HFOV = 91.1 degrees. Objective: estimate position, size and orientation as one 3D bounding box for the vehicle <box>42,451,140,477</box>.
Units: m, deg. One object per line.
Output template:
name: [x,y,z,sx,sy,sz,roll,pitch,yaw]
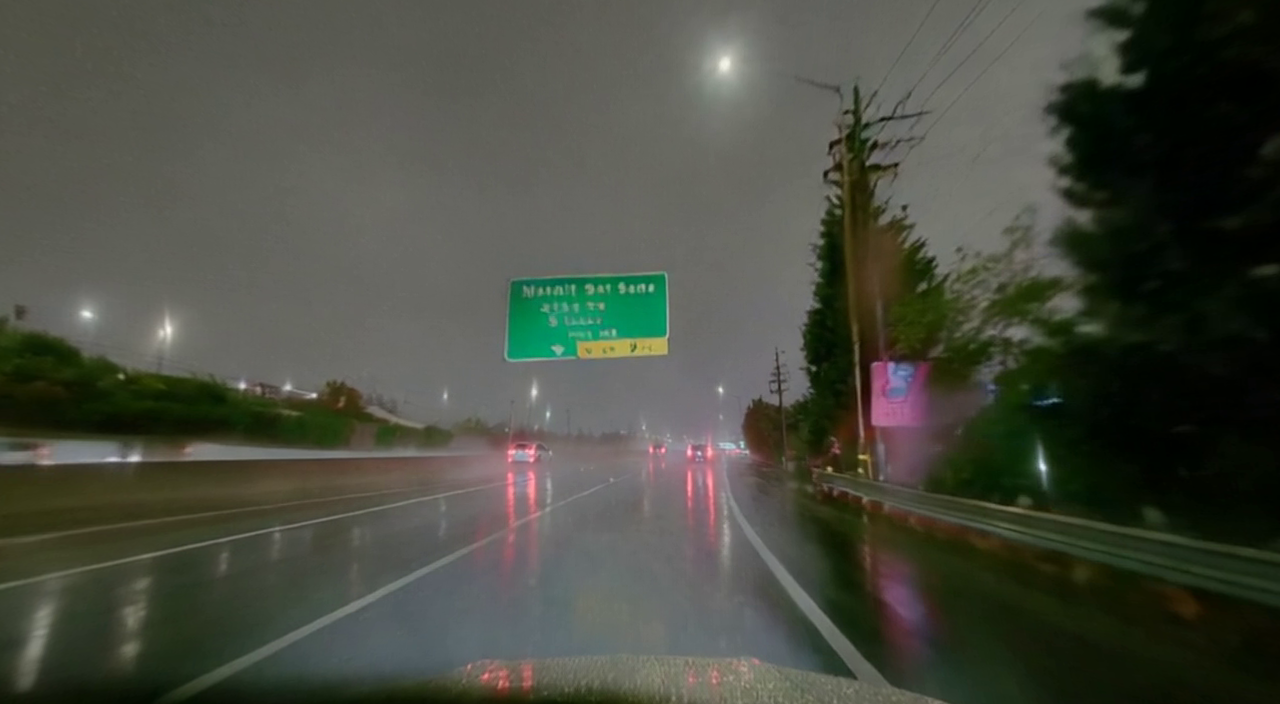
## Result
vehicle: [-34.560,7.032,39.708,1.876,1.480,4.408,-2,-8,9]
